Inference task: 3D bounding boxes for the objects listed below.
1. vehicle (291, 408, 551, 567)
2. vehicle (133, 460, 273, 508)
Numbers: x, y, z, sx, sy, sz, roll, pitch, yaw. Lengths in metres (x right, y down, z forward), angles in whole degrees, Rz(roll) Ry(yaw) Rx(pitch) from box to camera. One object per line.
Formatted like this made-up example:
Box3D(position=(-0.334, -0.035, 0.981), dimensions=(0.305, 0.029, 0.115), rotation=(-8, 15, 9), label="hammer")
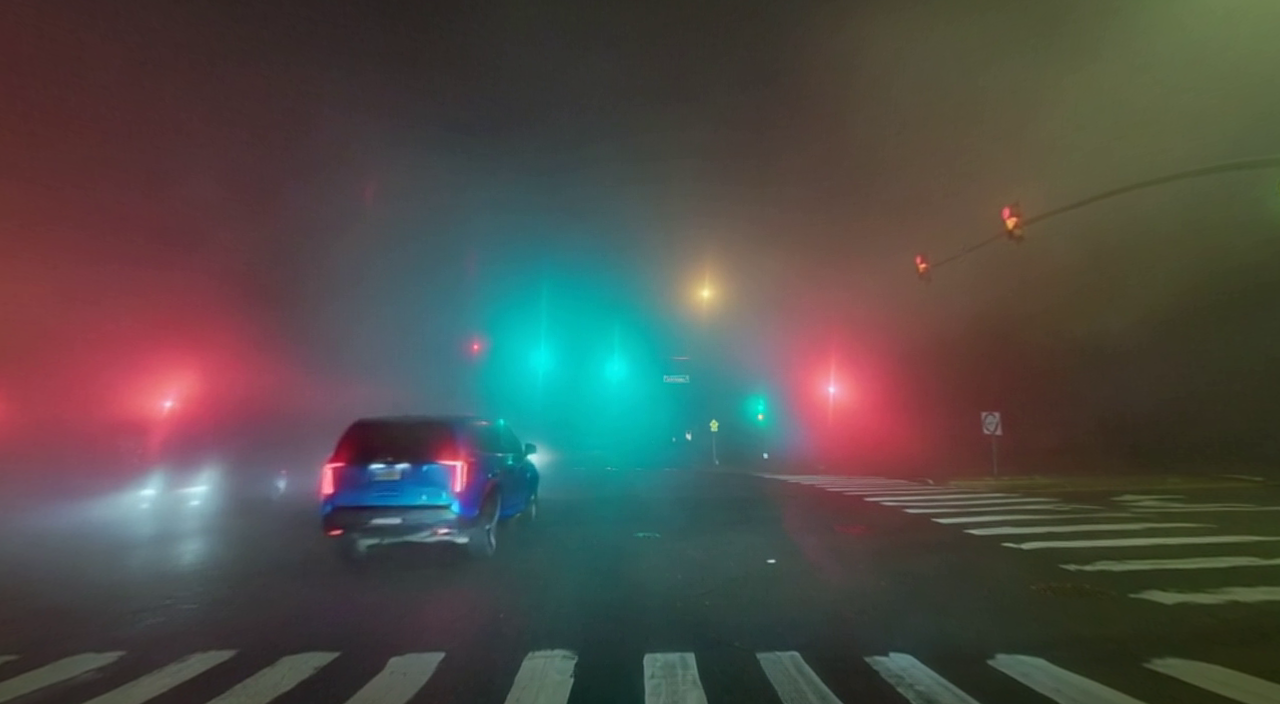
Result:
Box3D(position=(-2.839, 1.876, 9.517), dimensions=(2.123, 1.799, 4.425), rotation=(-1, -8, 3), label="vehicle")
Box3D(position=(-16.030, 4.829, 23.478), dimensions=(2.028, 1.455, 4.421), rotation=(-1, -8, 1), label="vehicle")
